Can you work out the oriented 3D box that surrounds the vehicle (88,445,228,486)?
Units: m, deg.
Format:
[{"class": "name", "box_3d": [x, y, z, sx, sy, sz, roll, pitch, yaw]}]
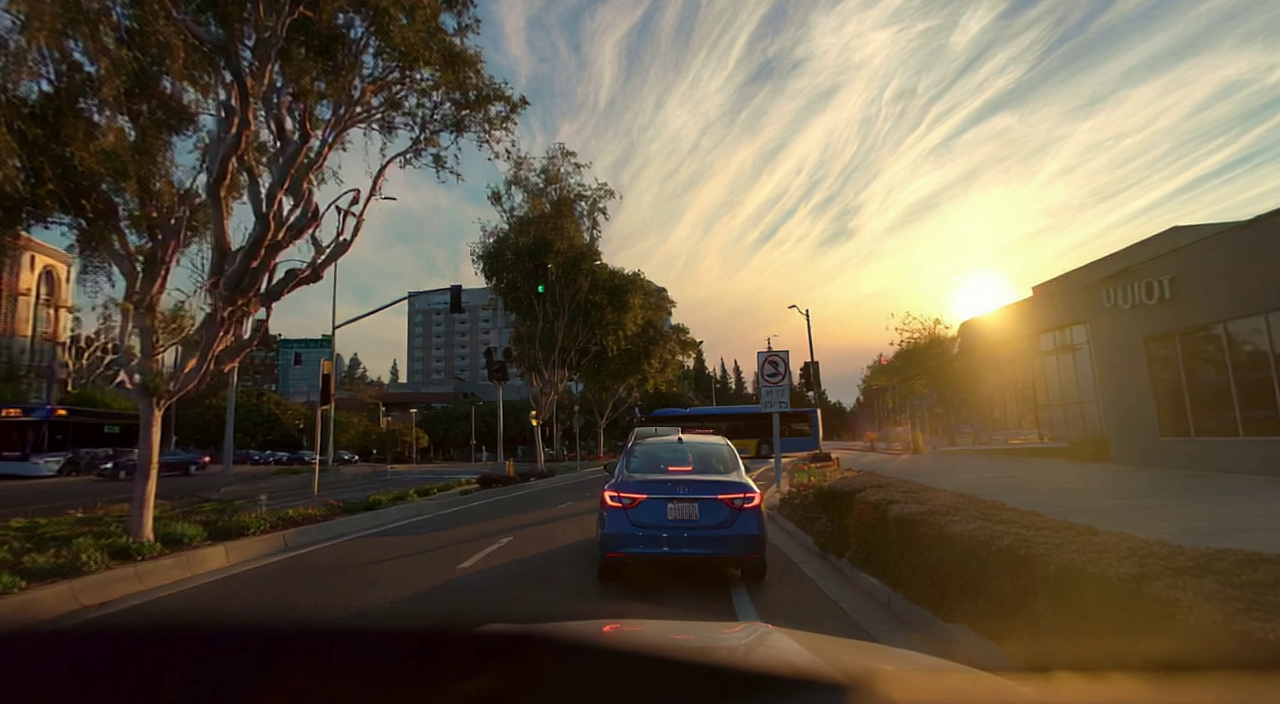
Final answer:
[{"class": "vehicle", "box_3d": [-21.335, 4.998, 28.234, 1.892, 1.645, 4.561, -3, -9, 21]}]

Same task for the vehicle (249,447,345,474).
[{"class": "vehicle", "box_3d": [-20.261, 6.384, 37.597, 1.883, 1.461, 4.830, -4, -9, 23]}]

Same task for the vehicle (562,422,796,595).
[{"class": "vehicle", "box_3d": [0.370, 1.633, 7.400, 2.006, 1.470, 3.799, 0, -8, 1]}]

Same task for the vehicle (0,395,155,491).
[{"class": "vehicle", "box_3d": [-25.937, 3.649, 25.339, 2.692, 3.685, 10.153, -3, -9, 20]}]
